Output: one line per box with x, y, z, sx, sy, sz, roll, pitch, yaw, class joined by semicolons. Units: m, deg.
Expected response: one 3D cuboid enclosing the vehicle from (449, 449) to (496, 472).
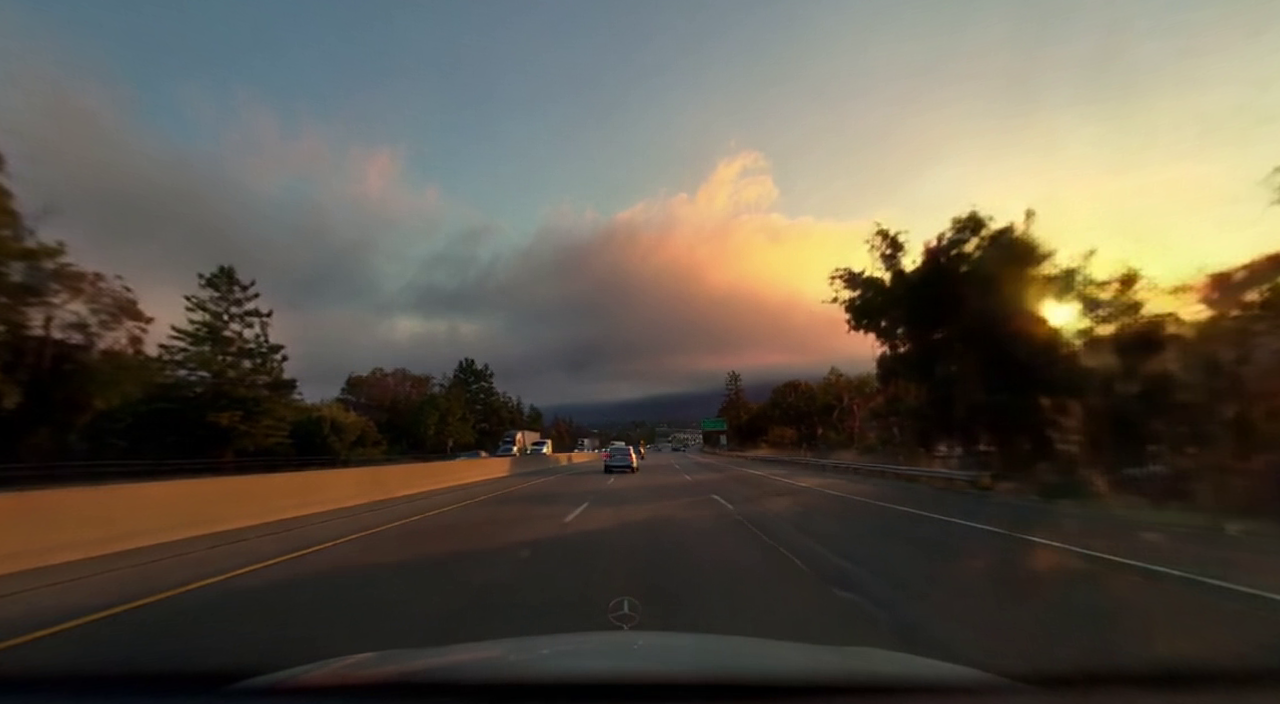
-11.159;7.236;42.192;1.865;1.466;4.348;0;-9;1;vehicle

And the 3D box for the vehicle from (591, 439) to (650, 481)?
-0.745;4.663;27.451;2.231;1.652;4.503;0;-9;2;vehicle
